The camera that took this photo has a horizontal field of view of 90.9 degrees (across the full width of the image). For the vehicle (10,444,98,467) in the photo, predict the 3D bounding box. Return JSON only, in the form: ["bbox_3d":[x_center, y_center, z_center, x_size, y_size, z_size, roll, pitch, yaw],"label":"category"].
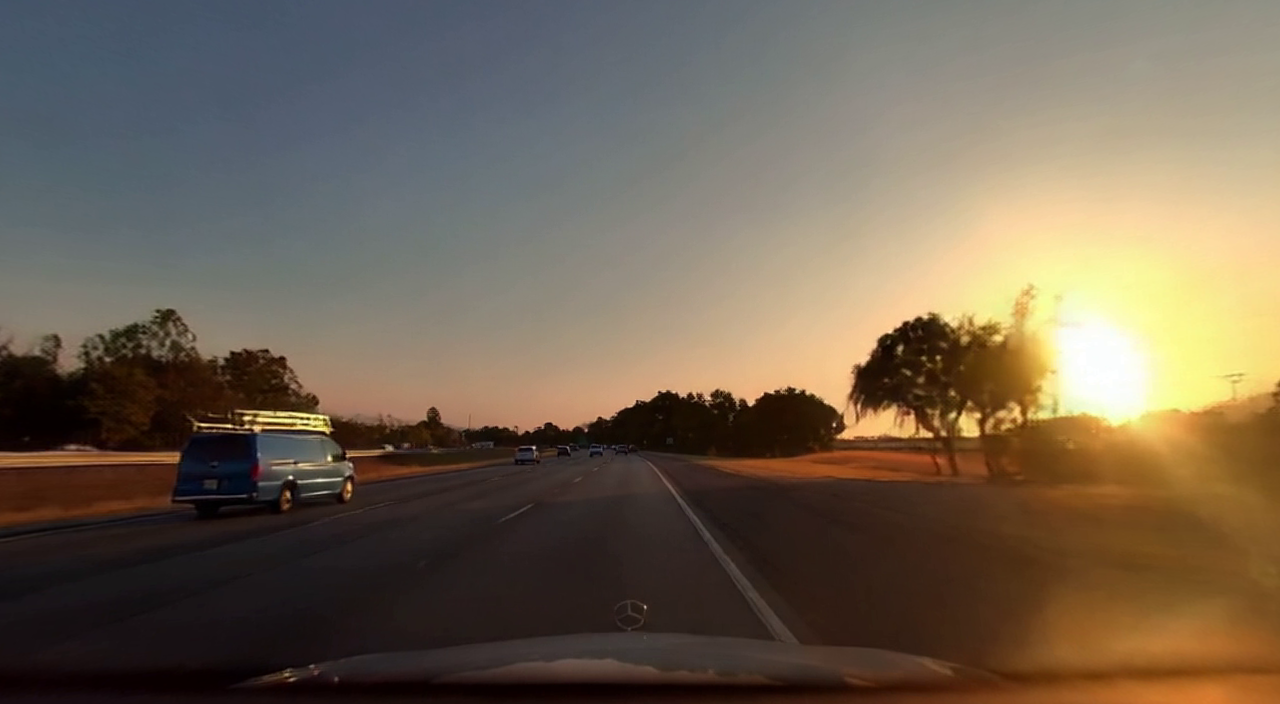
[{"bbox_3d":[-40.084,7.077,43.307,1.757,1.441,4.504,0,-9,-1],"label":"vehicle"}]

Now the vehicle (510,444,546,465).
[{"bbox_3d":[-8.433,7.770,47.841,1.958,1.499,4.437,0,-9,0],"label":"vehicle"}]

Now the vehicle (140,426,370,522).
[{"bbox_3d":[-8.120,2.616,14.050,2.093,1.752,4.771,0,-9,0],"label":"vehicle"}]
